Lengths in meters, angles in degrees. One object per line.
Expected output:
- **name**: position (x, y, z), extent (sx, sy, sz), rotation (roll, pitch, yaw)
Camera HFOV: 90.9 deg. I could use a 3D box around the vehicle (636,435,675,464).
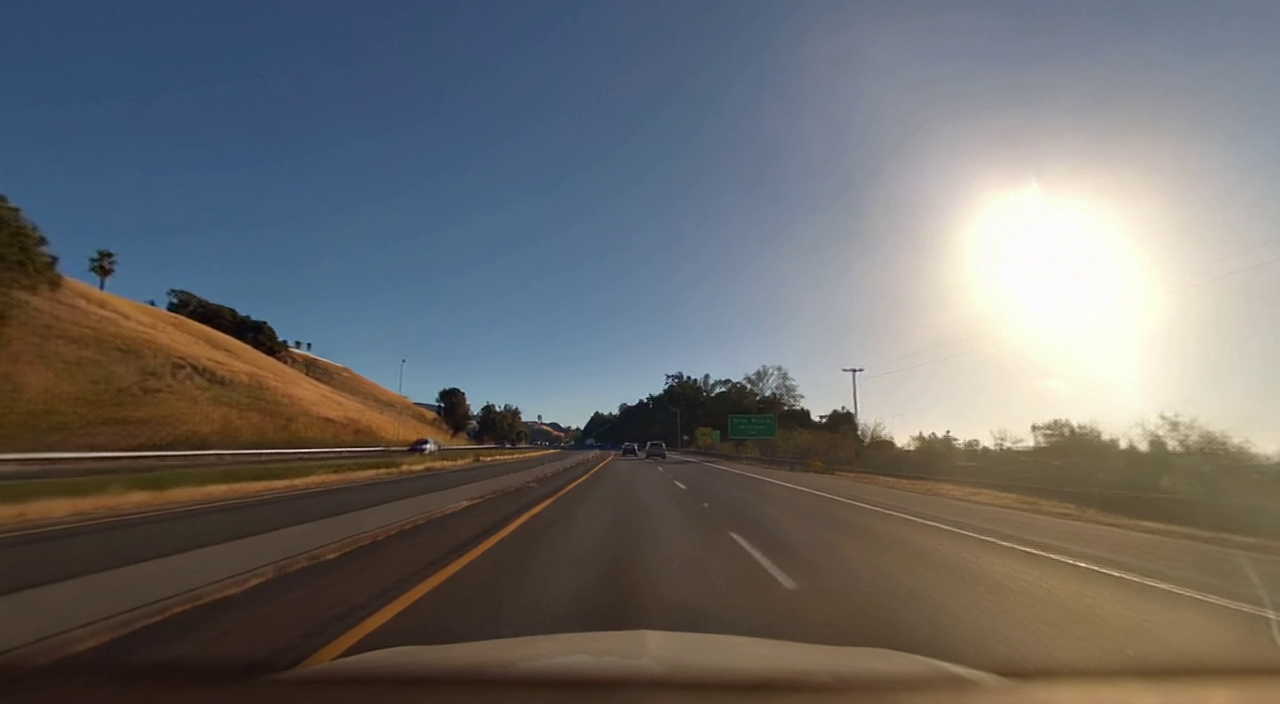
- **vehicle**: position (1.039, 6.906, 44.828), extent (2.431, 1.916, 4.808), rotation (0, -8, -2)
